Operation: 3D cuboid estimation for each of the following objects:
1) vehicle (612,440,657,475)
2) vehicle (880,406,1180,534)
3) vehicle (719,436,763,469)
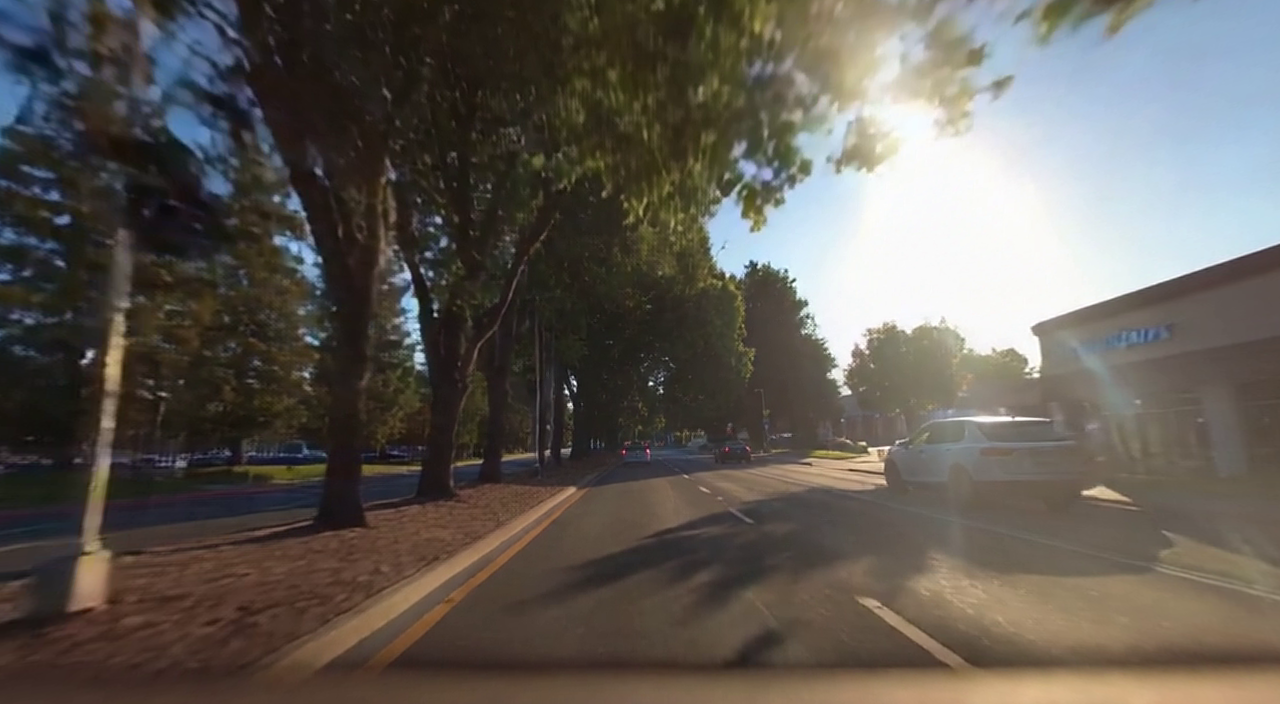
[{"bbox_3d":[-0.270,5.061,30.507,2.037,1.568,3.693,0,-8,0],"label":"vehicle"},{"bbox_3d":[7.037,2.220,12.527,2.240,1.923,5.678,0,-8,-1],"label":"vehicle"},{"bbox_3d":[6.030,6.089,38.389,1.955,1.845,4.538,0,-8,1],"label":"vehicle"}]
